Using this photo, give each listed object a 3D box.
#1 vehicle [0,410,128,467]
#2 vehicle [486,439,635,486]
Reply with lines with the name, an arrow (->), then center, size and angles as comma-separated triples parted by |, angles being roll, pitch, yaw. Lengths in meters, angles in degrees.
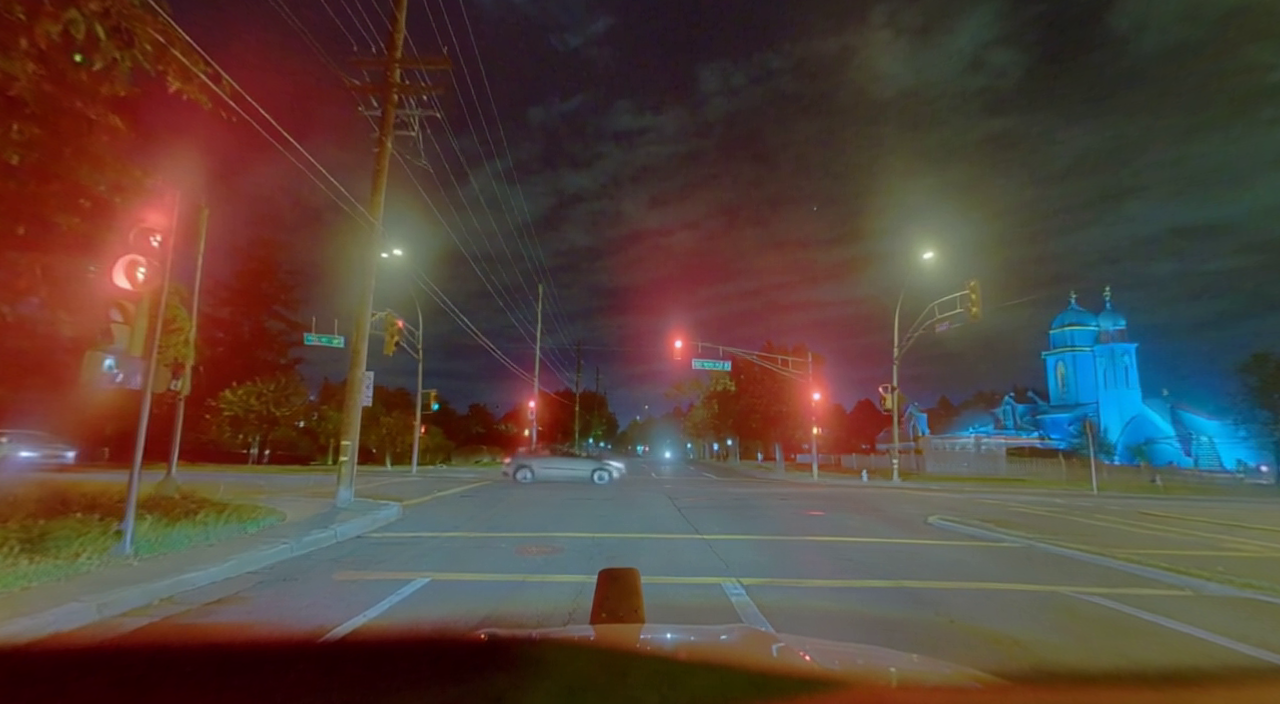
vehicle -> -21.191, 3.071, 22.323 | 4.372, 1.892, 2.002 | 0, -9, 0
vehicle -> -2.584, 3.714, 21.460 | 4.718, 1.497, 2.032 | 0, -8, 4
